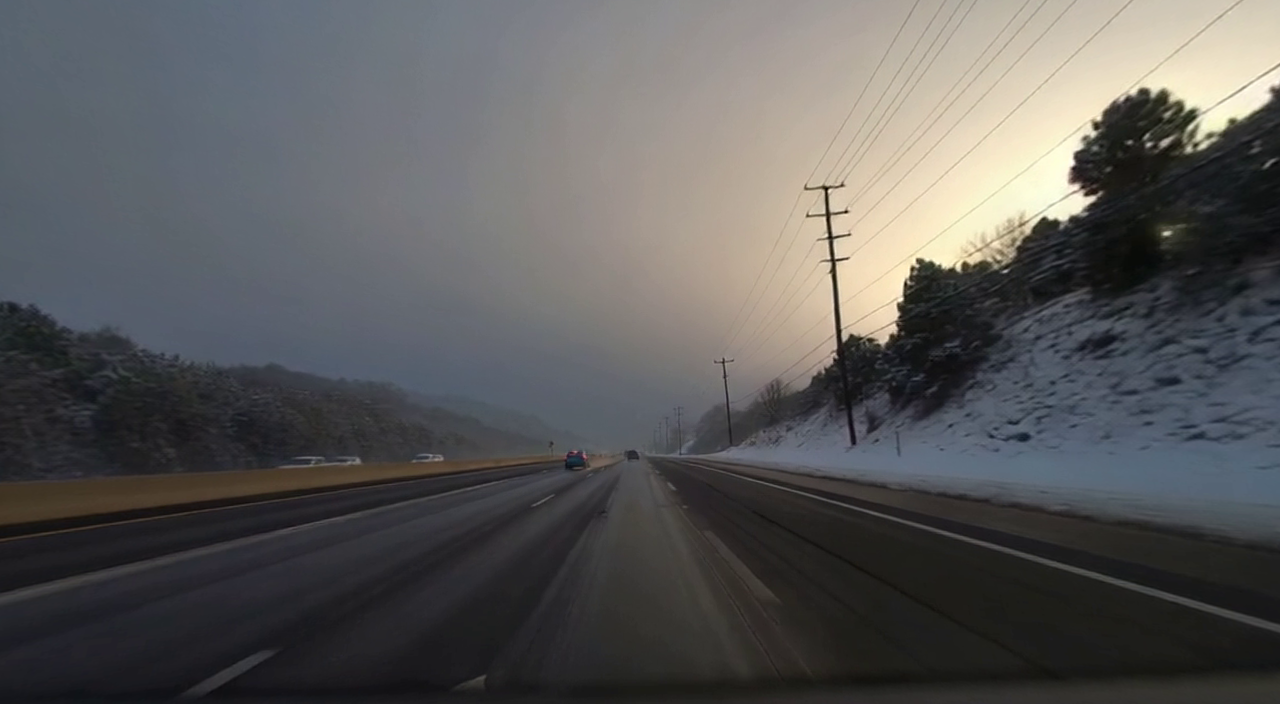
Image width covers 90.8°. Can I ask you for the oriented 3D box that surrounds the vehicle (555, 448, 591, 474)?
[{"bbox_3d":[-4.246,6.970,40.570,1.924,1.511,4.079,0,-9,0],"label":"vehicle"}]

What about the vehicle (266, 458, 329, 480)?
[{"bbox_3d":[-25.750,8.786,47.658,2.040,1.498,4.714,-1,-9,1],"label":"vehicle"}]
